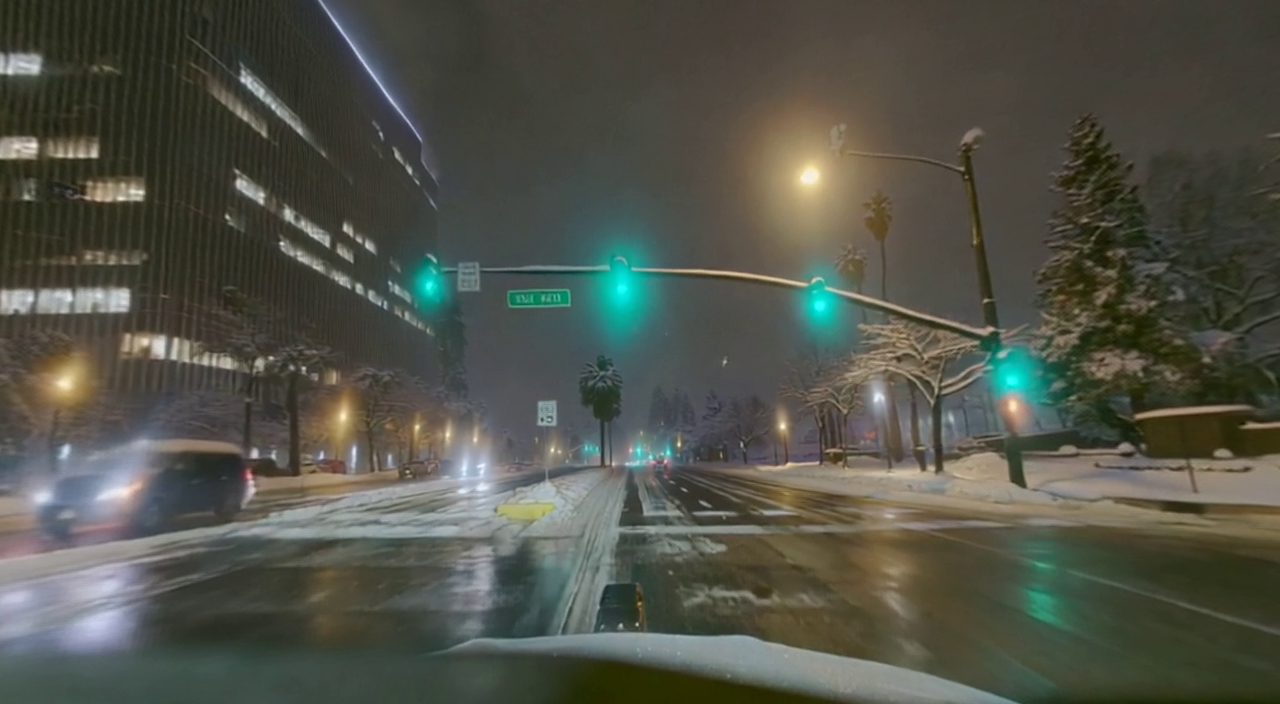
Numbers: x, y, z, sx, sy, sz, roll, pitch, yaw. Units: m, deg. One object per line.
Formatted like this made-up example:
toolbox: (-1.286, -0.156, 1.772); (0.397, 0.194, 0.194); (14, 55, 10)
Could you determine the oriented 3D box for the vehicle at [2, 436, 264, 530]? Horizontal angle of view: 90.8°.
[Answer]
vehicle: (-12.860, 3.314, 16.767); (2.268, 2.016, 5.632); (0, -9, 0)
